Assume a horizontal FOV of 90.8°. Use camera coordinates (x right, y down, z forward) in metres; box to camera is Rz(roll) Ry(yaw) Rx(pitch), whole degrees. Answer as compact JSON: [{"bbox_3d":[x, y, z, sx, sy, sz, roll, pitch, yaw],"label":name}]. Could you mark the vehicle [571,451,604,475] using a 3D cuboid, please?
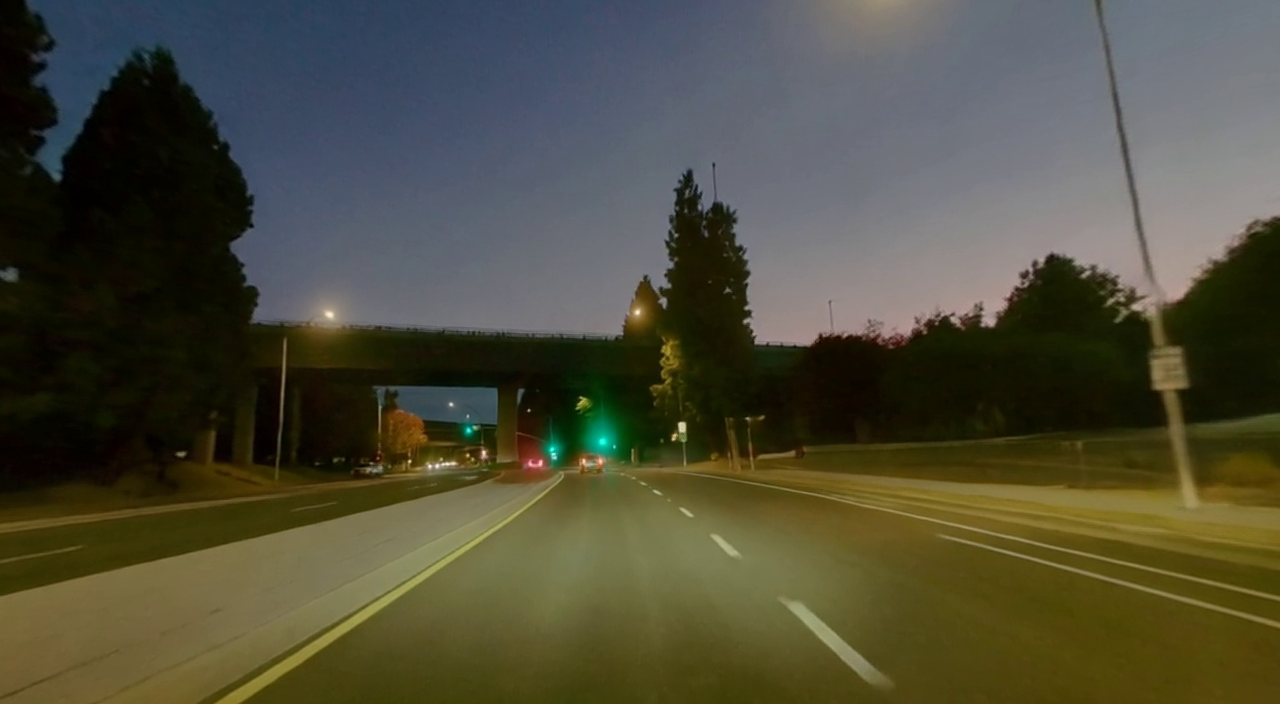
[{"bbox_3d":[-4.135,8.602,49.248,2.184,1.713,4.231,1,-9,-9],"label":"vehicle"}]
